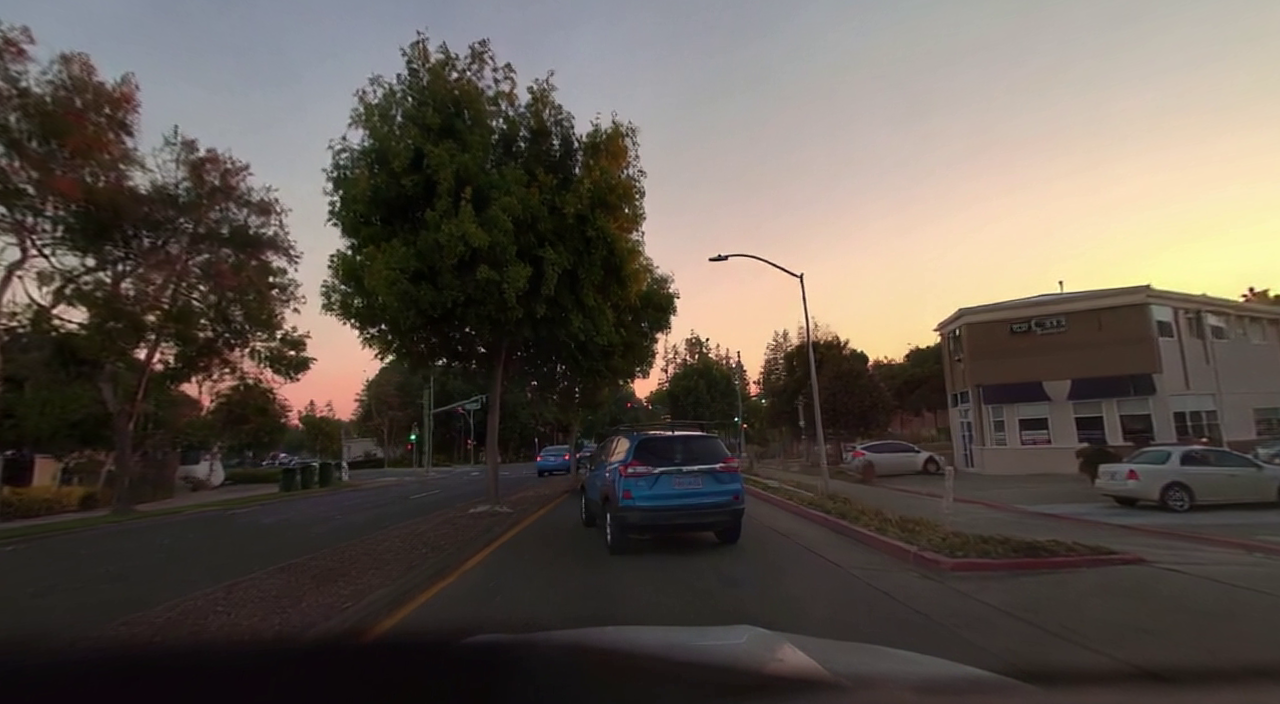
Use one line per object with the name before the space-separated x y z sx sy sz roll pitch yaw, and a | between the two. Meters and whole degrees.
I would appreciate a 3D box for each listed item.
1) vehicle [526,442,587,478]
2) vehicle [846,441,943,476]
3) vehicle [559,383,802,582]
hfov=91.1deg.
vehicle | -3.607 4.761 27.967 2.026 1.466 4.282 0 -8 2
vehicle | 12.104 5.068 29.997 3.811 1.557 1.800 1 -9 -10
vehicle | 0.168 1.649 8.740 2.052 1.955 4.642 2 -9 -13
